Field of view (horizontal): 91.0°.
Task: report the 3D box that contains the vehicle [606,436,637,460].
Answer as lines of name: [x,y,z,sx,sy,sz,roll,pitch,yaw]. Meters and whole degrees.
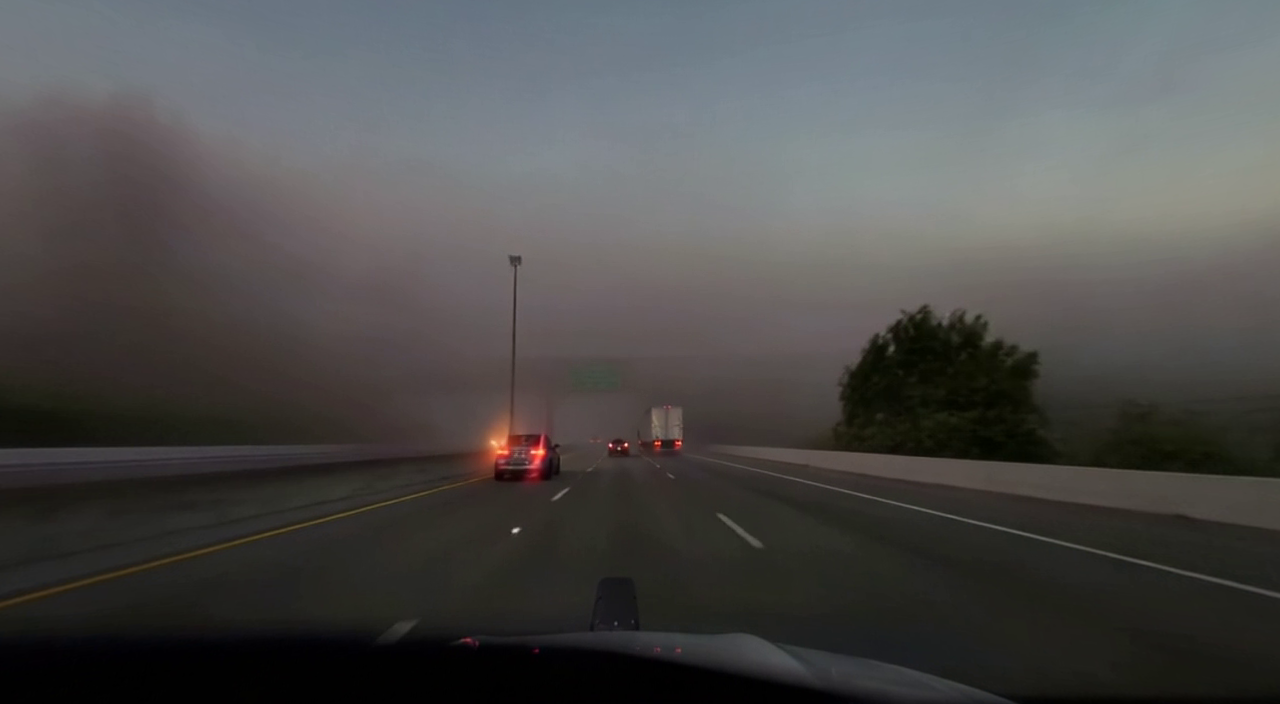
vehicle: [-1.294,6.731,44.290,2.125,1.542,3.816,0,-8,-2]

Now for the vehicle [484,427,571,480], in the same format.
vehicle: [-4.016,3.736,23.419,2.377,1.747,4.703,0,-8,0]
